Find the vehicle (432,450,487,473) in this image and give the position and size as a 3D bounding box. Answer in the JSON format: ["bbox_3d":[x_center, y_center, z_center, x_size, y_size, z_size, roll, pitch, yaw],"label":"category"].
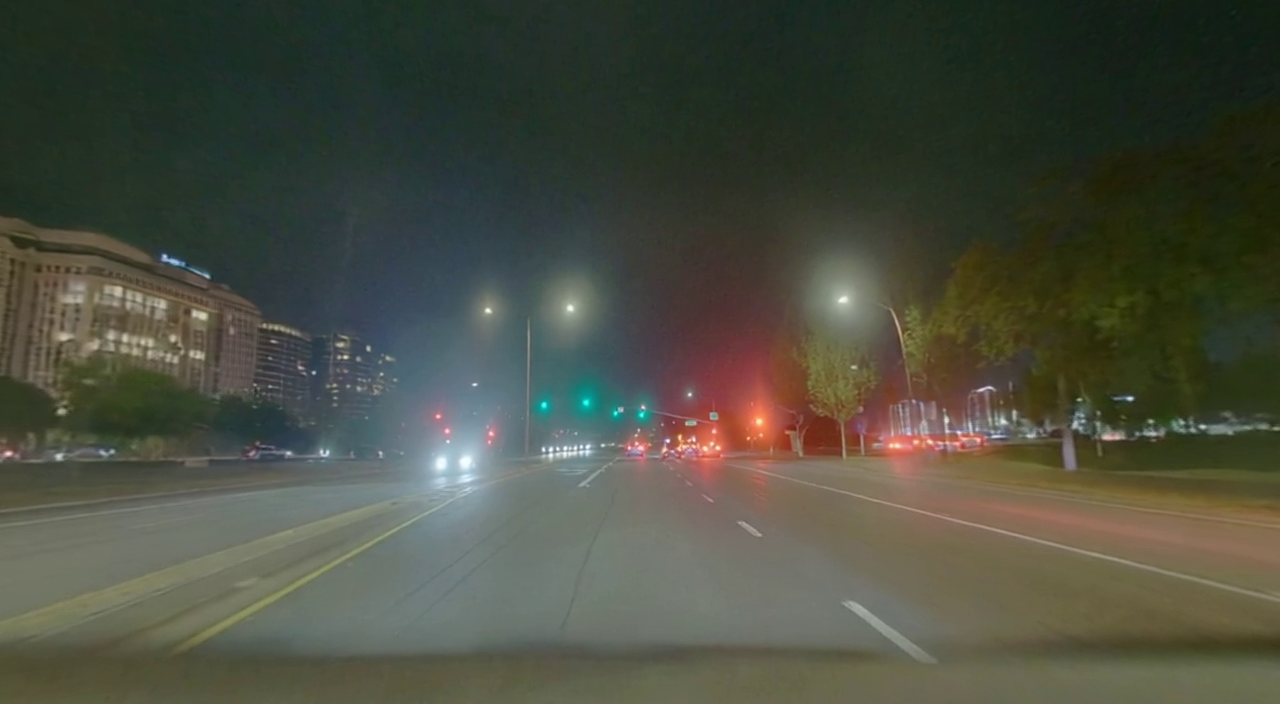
[{"bbox_3d":[-12.021,7.313,42.459,2.247,1.475,4.593,-1,-9,1],"label":"vehicle"}]
